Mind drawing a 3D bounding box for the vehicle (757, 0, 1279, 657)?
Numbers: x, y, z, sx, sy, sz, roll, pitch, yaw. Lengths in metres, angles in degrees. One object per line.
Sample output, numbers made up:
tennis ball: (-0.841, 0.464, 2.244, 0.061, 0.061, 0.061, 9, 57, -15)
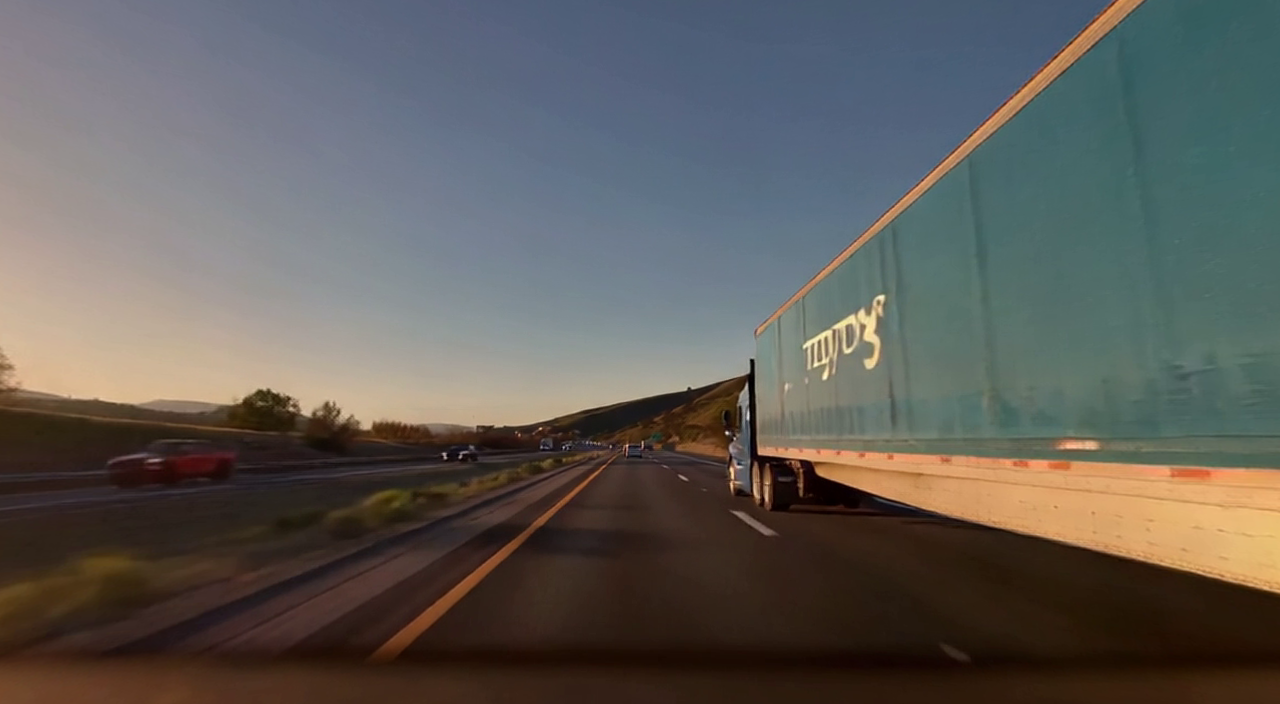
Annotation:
vehicle: (4.147, 0.385, 9.029, 2.859, 4.378, 10.032, 0, -9, 0)
